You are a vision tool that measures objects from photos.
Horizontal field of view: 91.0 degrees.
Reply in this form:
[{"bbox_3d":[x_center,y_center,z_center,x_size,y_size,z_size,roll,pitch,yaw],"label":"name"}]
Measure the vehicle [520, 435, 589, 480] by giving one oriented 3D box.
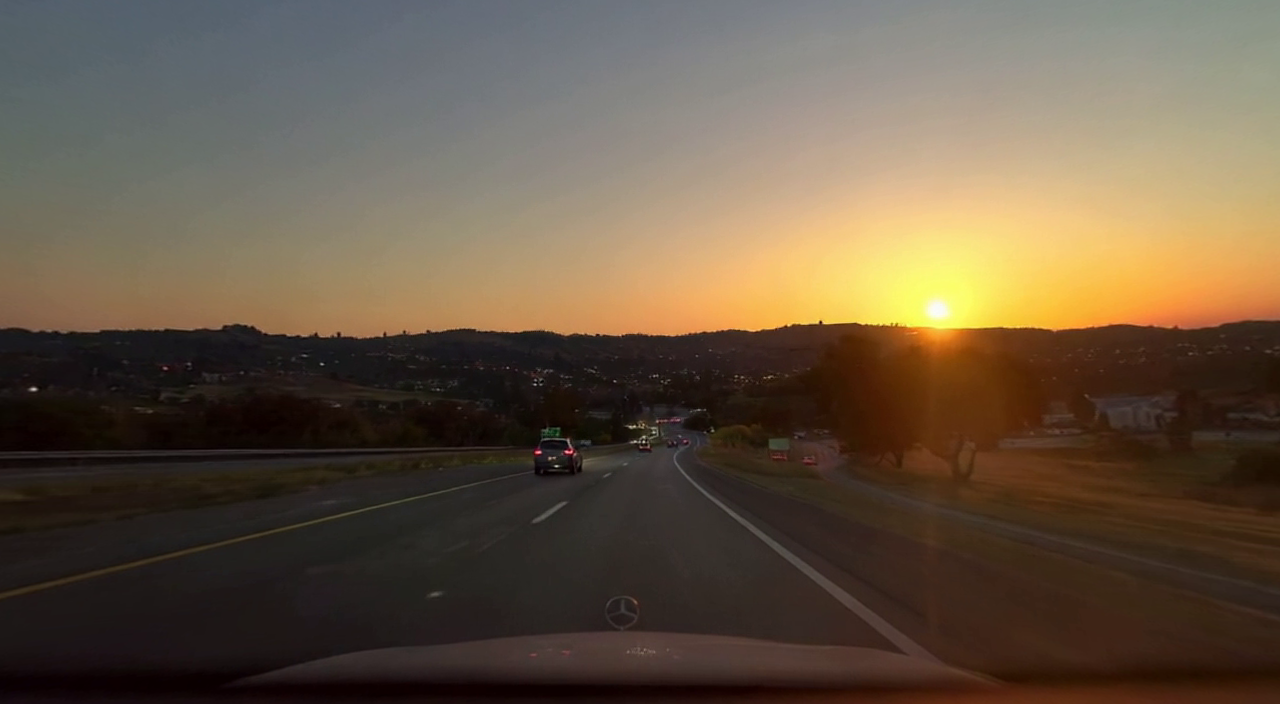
[{"bbox_3d":[-3.603,4.579,27.566,2.193,1.771,4.757,0,-9,2],"label":"vehicle"}]
